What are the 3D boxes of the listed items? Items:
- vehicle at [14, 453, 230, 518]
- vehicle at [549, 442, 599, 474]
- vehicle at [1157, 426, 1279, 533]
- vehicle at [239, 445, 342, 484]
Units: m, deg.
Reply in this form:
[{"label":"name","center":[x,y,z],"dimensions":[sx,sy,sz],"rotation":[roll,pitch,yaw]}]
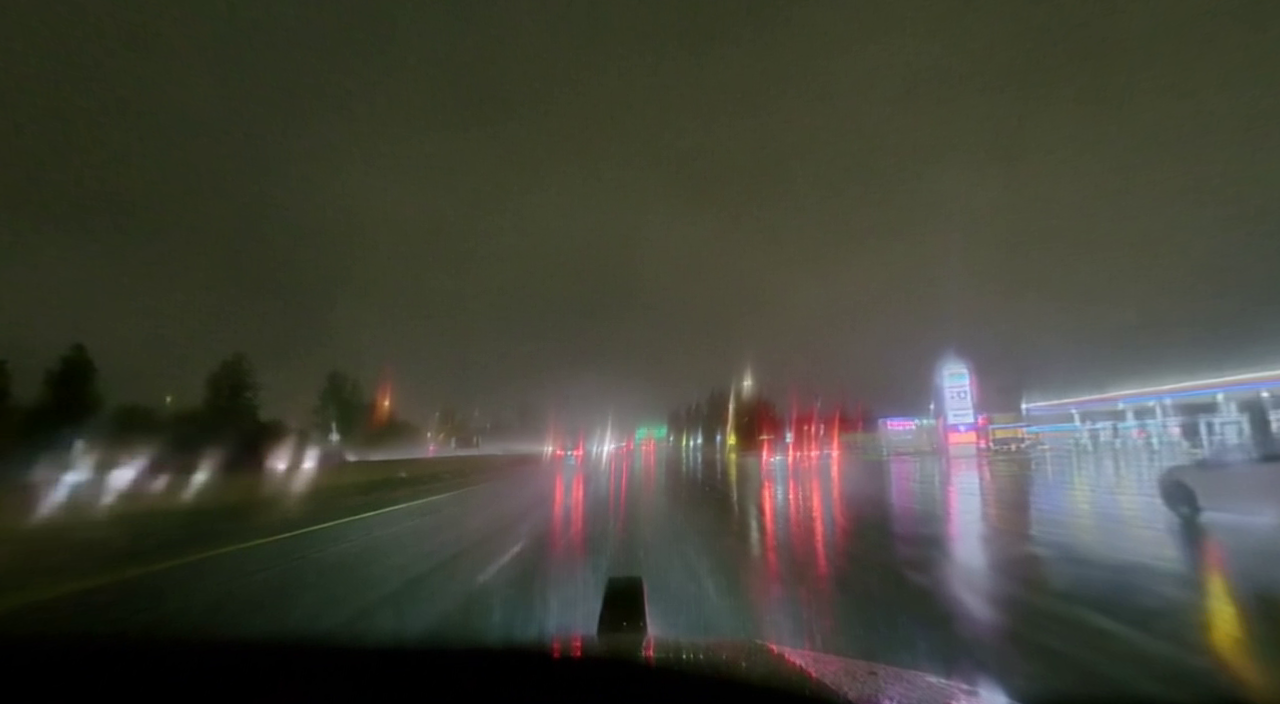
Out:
[{"label":"vehicle","center":[-14.031,3.605,17.597],"dimensions":[1.926,1.473,4.838],"rotation":[-1,-9,0]},{"label":"vehicle","center":[-3.347,5.499,32.927],"dimensions":[2.114,1.510,4.186],"rotation":[-1,-9,1]},{"label":"vehicle","center":[9.759,1.701,8.341],"dimensions":[1.909,1.467,4.940],"rotation":[-1,-8,4]},{"label":"vehicle","center":[-17.721,5.683,32.300],"dimensions":[2.440,1.816,4.846],"rotation":[-1,-9,1]}]
